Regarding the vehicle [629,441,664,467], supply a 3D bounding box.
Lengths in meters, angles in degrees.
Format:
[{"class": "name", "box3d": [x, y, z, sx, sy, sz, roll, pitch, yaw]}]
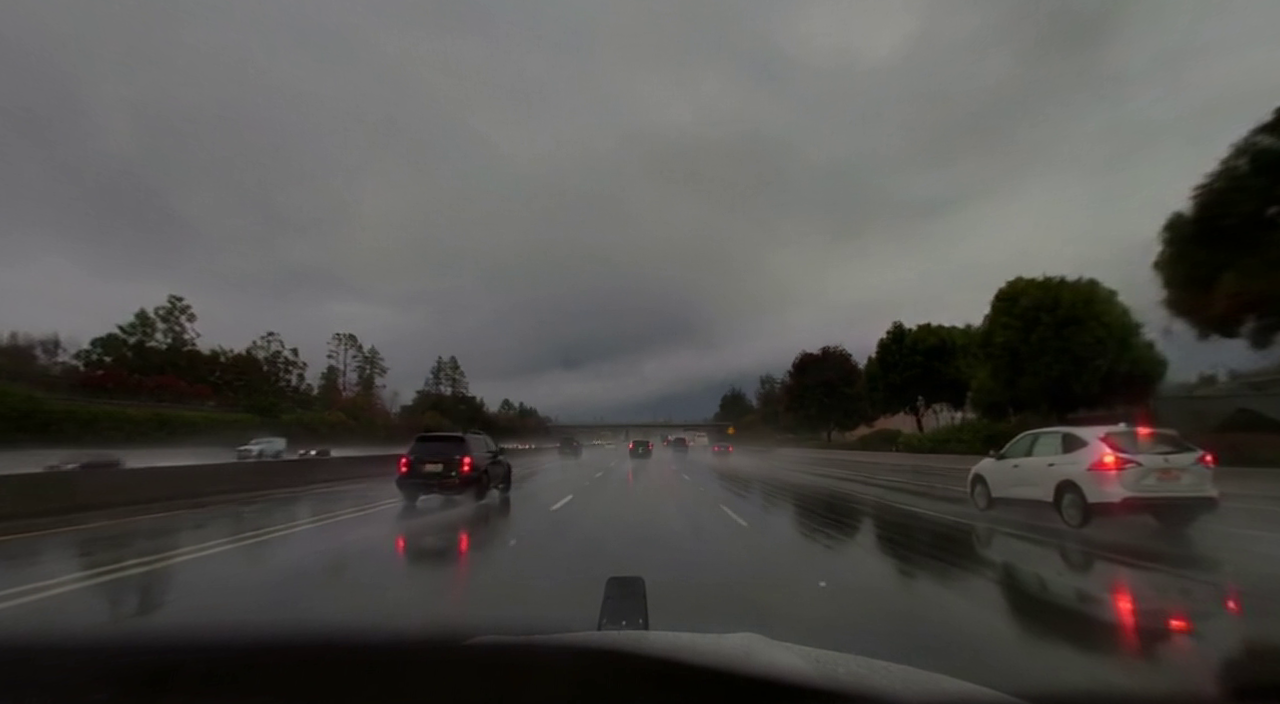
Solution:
[{"class": "vehicle", "box3d": [0.359, 6.230, 38.717, 2.050, 1.452, 3.917, 0, -8, -1]}]

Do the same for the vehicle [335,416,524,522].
[{"class": "vehicle", "box3d": [-3.971, 2.313, 13.010, 2.118, 1.750, 4.875, 0, -8, 1]}]

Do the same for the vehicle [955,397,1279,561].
[{"class": "vehicle", "box3d": [7.023, 1.730, 9.345, 2.123, 1.756, 4.959, 0, -8, 0]}]

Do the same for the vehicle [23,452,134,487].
[{"class": "vehicle", "box3d": [-27.502, 5.734, 31.086, 1.789, 1.537, 3.961, 0, -8, 0]}]
